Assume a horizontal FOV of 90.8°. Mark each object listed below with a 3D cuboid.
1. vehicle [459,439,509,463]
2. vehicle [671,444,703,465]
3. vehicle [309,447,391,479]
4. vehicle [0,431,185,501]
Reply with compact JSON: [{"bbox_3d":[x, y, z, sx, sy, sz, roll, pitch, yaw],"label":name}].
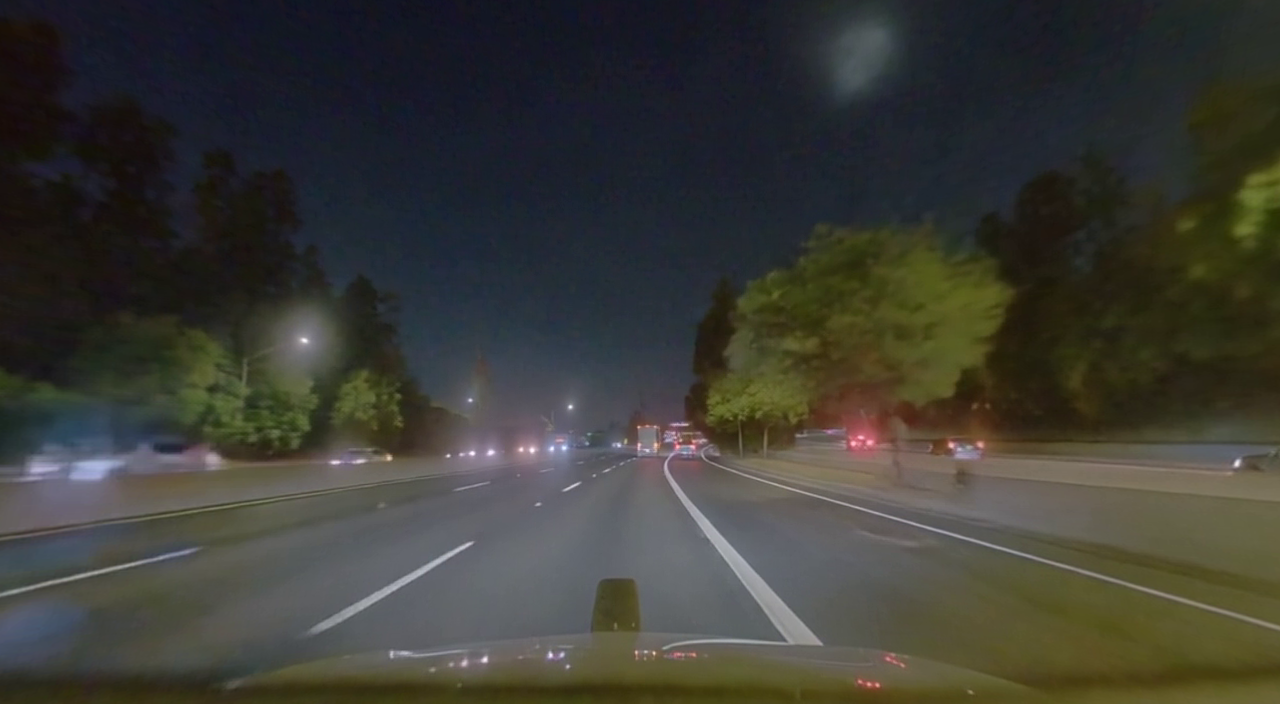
[{"bbox_3d":[-12.237,7.835,49.969,2.281,1.743,5.822,-1,-9,2],"label":"vehicle"},{"bbox_3d":[3.444,7.597,46.931,2.069,1.476,4.197,0,-9,0],"label":"vehicle"},{"bbox_3d":[-14.525,5.544,31.924,1.830,1.457,4.506,-1,-9,2],"label":"vehicle"},{"bbox_3d":[-16.049,3.180,18.031,2.153,1.671,5.278,0,-9,1],"label":"vehicle"}]
